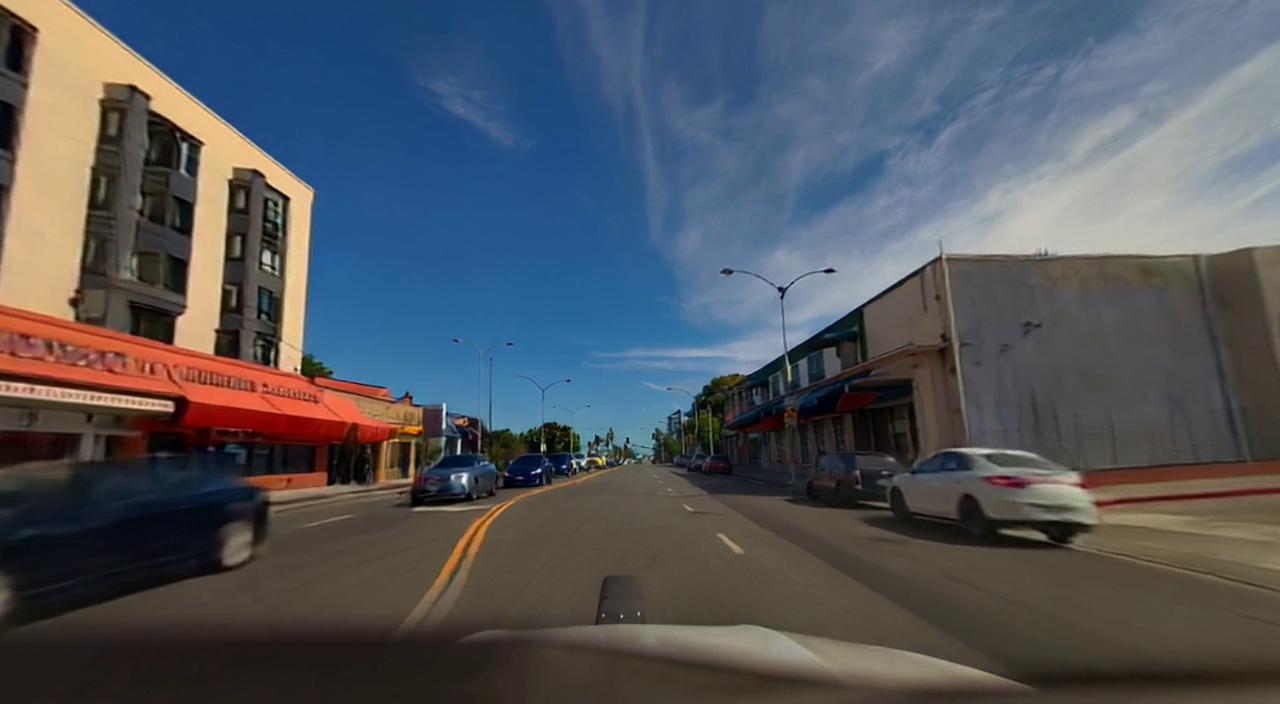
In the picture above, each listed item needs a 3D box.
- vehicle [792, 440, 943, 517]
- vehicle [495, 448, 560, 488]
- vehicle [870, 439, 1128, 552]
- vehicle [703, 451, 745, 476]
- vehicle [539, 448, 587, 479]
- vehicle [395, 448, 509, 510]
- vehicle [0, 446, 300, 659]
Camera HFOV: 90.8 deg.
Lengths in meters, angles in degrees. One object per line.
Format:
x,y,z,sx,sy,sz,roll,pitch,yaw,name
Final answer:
5.792,3.248,16.925,2.138,1.715,4.886,0,-8,-1,vehicle
-4.973,5.157,28.468,1.950,1.636,4.253,-1,-8,3,vehicle
5.868,2.344,11.148,1.957,1.572,4.418,0,-8,0,vehicle
5.789,7.711,43.908,2.054,1.525,4.258,0,-8,-4,vehicle
-4.465,6.533,37.334,2.145,1.653,4.421,-1,-8,2,vehicle
-5.251,3.572,18.252,1.949,1.533,3.864,-1,-8,2,vehicle
-5.535,1.672,6.104,2.052,1.481,4.248,0,-8,1,vehicle
